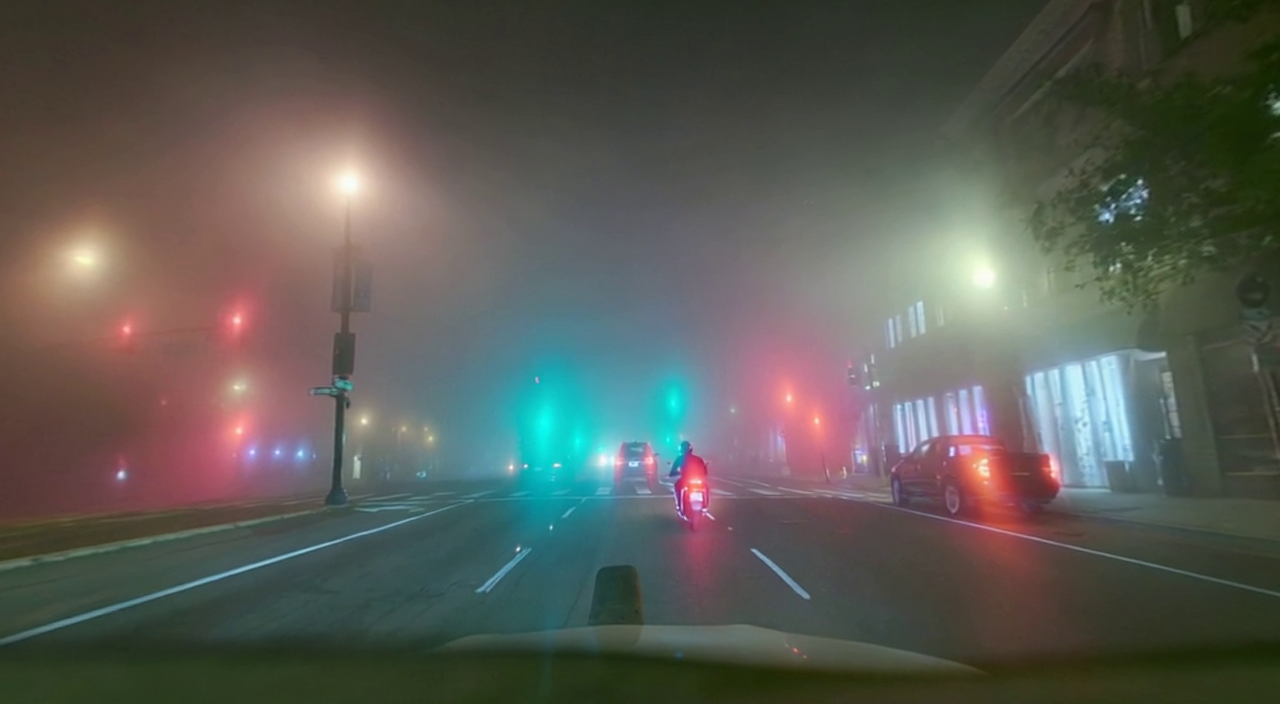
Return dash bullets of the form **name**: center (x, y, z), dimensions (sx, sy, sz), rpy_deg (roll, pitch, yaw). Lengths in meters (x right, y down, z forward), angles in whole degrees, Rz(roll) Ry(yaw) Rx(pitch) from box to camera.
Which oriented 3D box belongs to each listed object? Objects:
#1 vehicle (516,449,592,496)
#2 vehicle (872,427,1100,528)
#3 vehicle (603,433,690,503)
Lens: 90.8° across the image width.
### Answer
- **vehicle**: center (-2.986, 4.287, 22.952), dimensions (2.014, 1.470, 4.552), rpy_deg (0, -8, 1)
- **vehicle**: center (7.166, 2.633, 13.918), dimensions (2.018, 1.772, 4.968), rpy_deg (0, -9, -2)
- **vehicle**: center (0.170, 3.305, 18.469), dimensions (2.223, 1.775, 4.250), rpy_deg (0, -8, 0)
